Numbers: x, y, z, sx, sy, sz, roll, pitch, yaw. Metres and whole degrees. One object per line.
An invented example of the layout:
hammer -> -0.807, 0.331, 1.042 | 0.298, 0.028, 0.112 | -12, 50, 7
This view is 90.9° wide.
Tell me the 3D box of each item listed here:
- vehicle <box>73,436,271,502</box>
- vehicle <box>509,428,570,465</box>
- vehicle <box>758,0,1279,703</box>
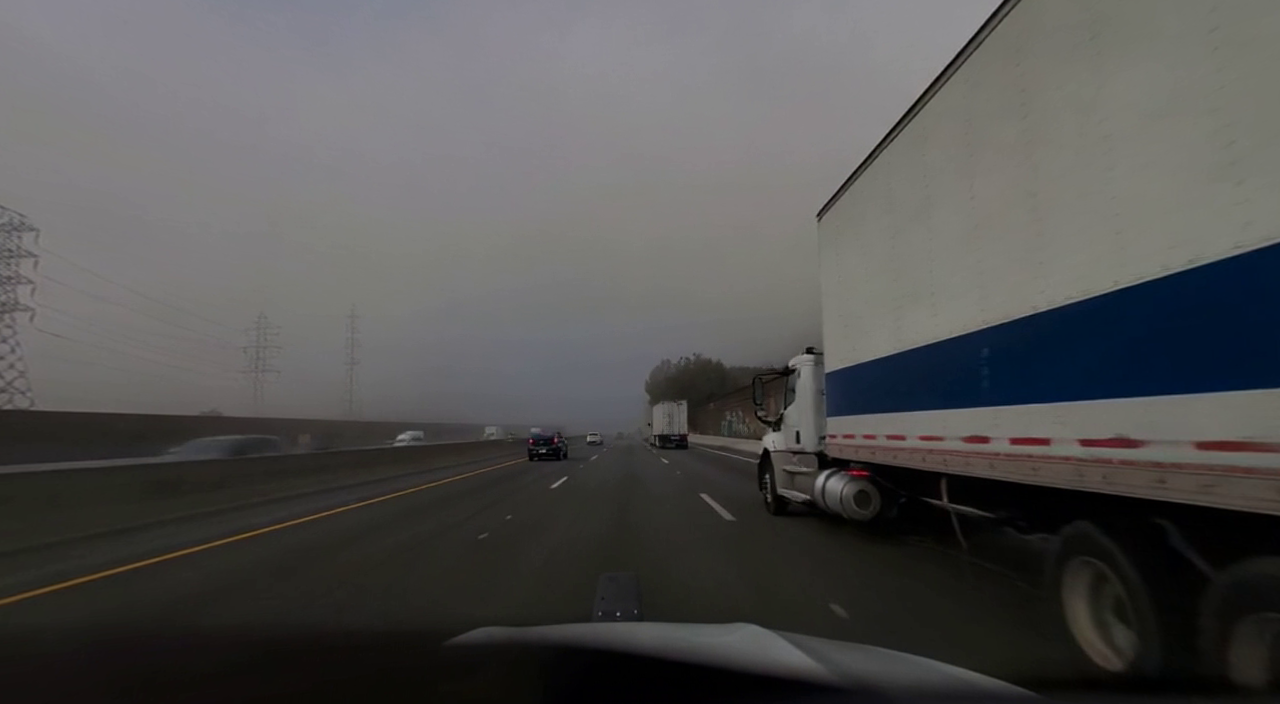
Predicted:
vehicle -> -11.812, 2.934, 16.365 | 1.879, 1.472, 4.325 | 0, -8, -1
vehicle -> -4.346, 4.162, 27.905 | 1.965, 1.486, 4.448 | 0, -8, 0
vehicle -> 3.689, -0.063, 4.973 | 3.060, 3.842, 11.095 | 0, -8, -2
